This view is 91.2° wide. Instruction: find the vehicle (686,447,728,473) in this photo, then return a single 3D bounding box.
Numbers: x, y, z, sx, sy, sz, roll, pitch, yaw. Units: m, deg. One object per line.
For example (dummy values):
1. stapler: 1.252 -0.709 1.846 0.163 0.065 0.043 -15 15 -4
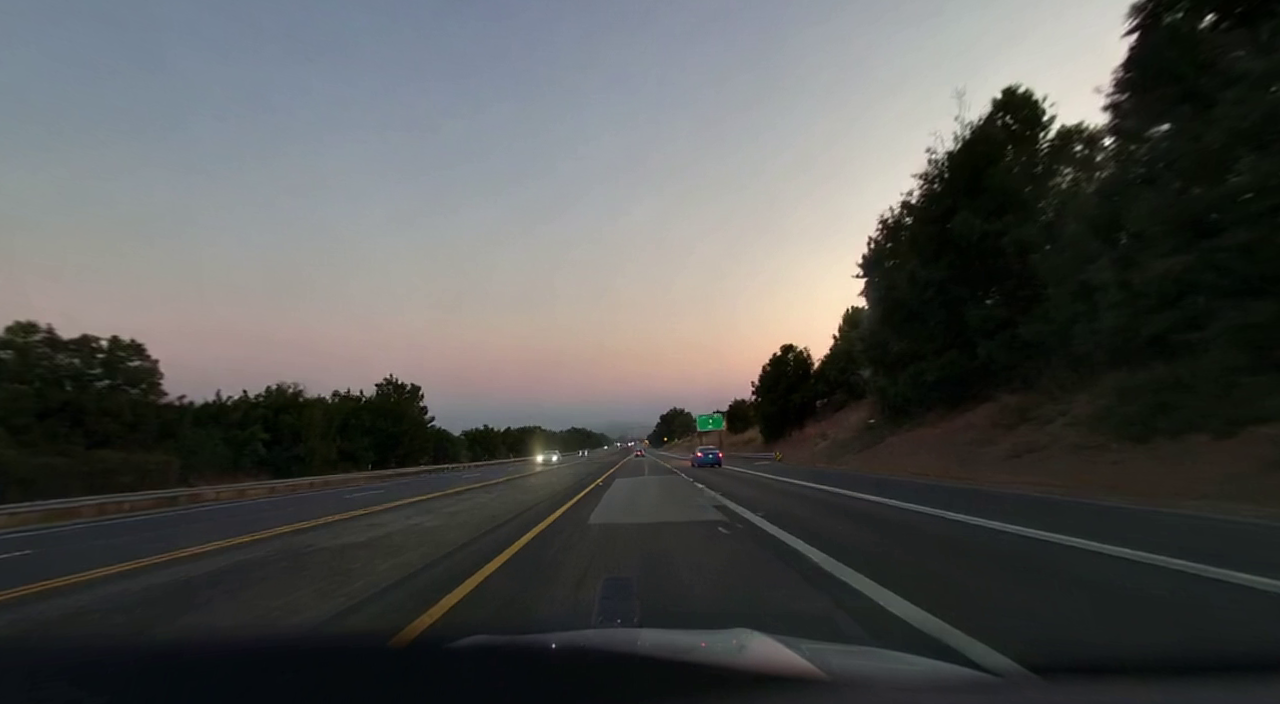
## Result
1. vehicle: 4.007 6.541 38.224 1.981 1.440 4.125 0 -9 -2
